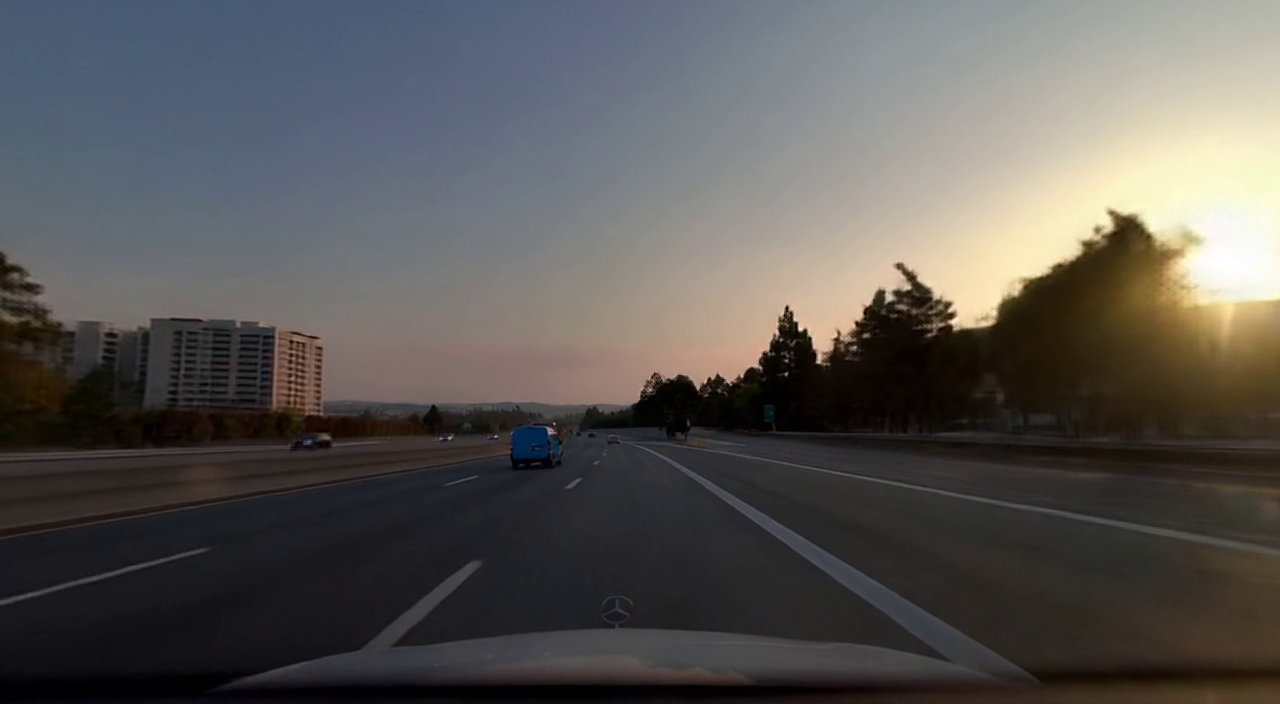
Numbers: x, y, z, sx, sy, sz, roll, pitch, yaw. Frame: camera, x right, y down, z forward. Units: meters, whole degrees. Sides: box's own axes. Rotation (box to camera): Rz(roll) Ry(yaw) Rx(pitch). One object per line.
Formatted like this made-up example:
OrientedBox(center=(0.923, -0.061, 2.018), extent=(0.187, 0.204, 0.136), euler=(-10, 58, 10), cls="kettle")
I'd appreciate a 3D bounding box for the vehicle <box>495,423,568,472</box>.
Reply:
OrientedBox(center=(-4.363, 3.884, 26.057), extent=(2.219, 1.827, 4.738), euler=(0, -8, -1), cls="vehicle")
